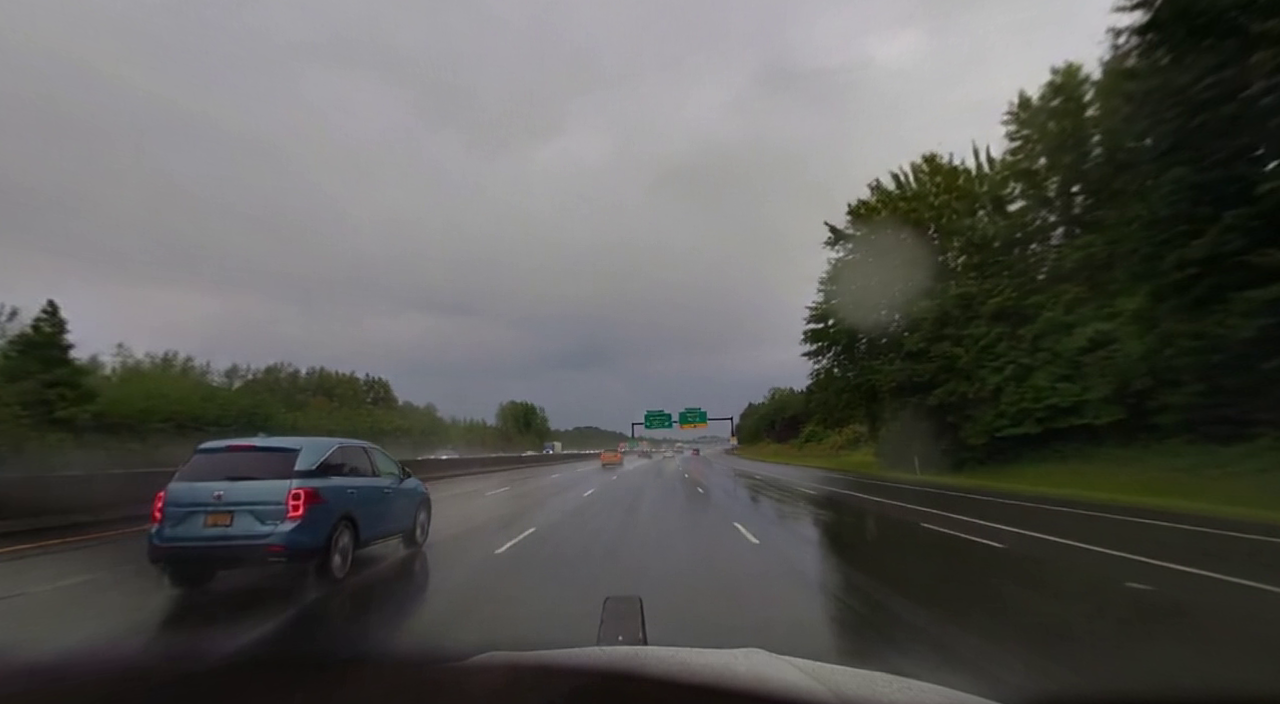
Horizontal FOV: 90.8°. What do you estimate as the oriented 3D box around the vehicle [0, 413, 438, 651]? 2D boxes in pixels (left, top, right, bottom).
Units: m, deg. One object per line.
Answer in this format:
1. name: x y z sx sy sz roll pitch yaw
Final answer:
1. vehicle: -3.812 1.549 6.483 2.016 1.623 4.126 0 -8 1
